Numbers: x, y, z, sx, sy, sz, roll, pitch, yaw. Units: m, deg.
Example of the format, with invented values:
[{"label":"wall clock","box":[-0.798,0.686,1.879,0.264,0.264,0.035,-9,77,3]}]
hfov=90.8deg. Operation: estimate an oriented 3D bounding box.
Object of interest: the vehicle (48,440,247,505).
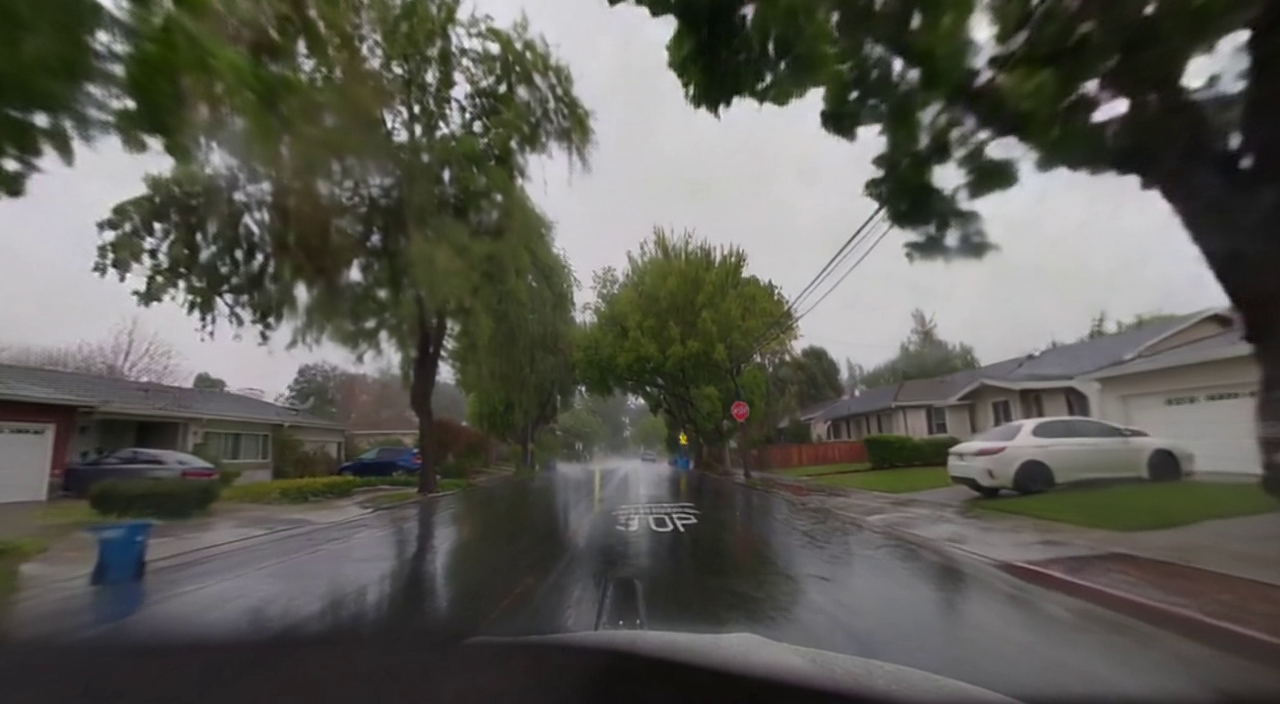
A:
[{"label":"vehicle","box":[-14.588,3.544,18.861,4.493,1.776,1.997,-1,-9,9]}]

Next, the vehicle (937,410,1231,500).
[{"label":"vehicle","box":[9.878,2.325,14.367,5.234,1.868,2.014,1,-9,-4]}]

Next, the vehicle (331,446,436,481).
[{"label":"vehicle","box":[-13.938,6.086,34.629,4.809,1.865,2.093,0,-9,-2]}]
